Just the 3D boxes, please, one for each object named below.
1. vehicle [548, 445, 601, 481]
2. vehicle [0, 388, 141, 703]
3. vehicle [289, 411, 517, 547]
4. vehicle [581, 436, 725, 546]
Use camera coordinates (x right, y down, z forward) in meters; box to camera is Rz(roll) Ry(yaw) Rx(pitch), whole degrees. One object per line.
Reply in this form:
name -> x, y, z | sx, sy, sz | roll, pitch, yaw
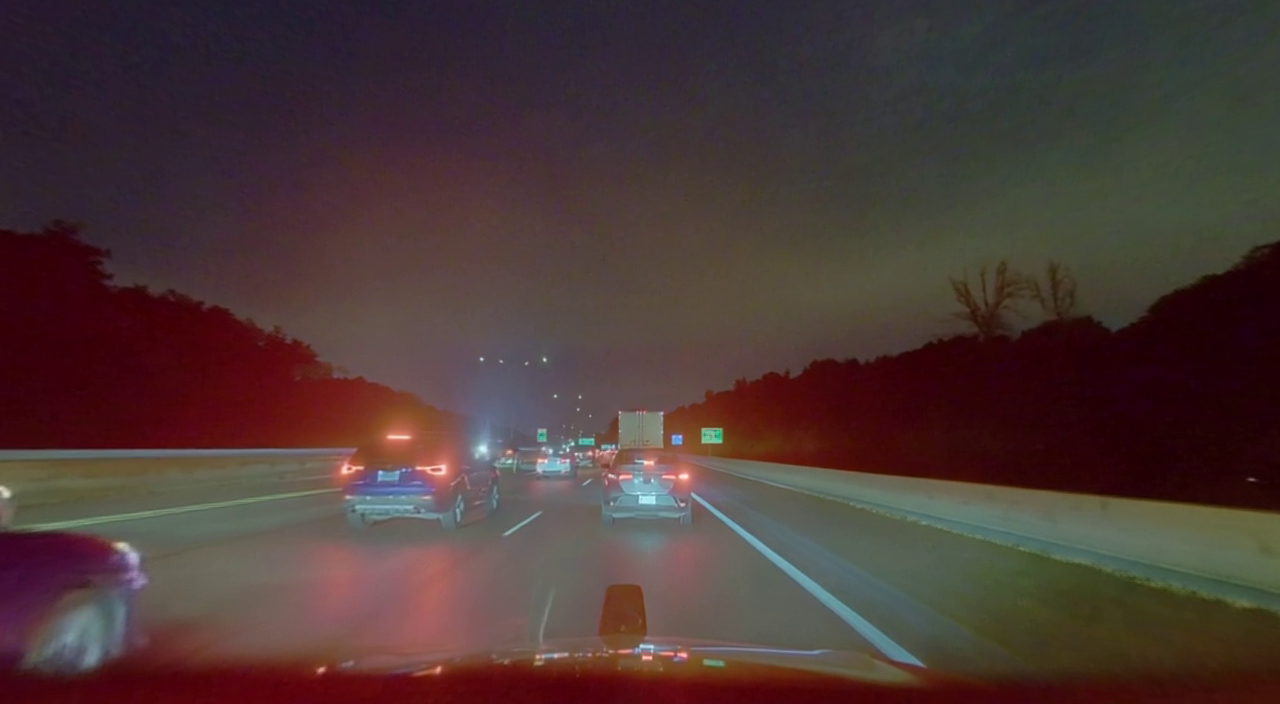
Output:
vehicle -> -2.873, 4.979, 28.451 | 1.998, 1.466, 3.684 | 0, -9, 0
vehicle -> -3.414, 0.645, 0.779 | 1.980, 1.491, 4.340 | 0, -9, 1
vehicle -> -3.686, 2.093, 10.972 | 2.051, 1.829, 4.736 | 0, -9, 1
vehicle -> 0.170, 2.206, 10.529 | 1.995, 1.495, 3.380 | 0, -9, 0
